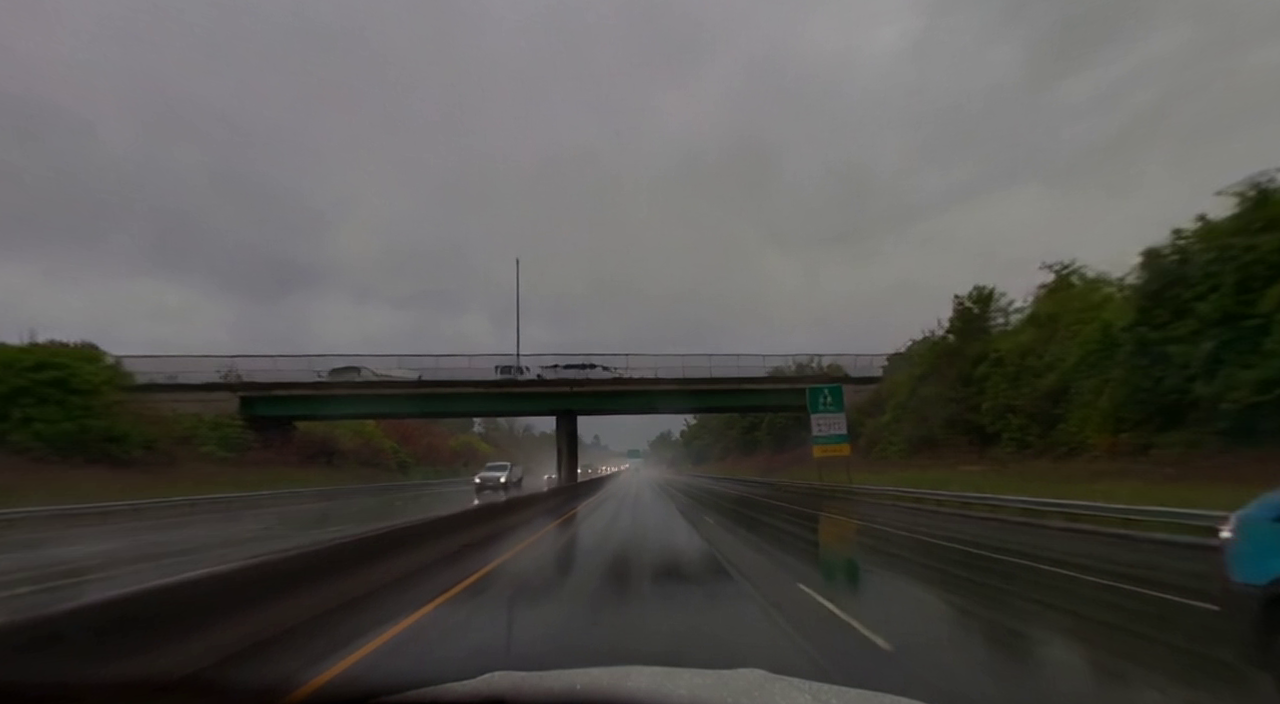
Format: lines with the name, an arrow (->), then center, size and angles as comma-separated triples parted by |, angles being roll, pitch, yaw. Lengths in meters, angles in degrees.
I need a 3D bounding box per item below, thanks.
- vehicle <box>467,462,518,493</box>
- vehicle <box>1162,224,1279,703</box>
vehicle -> -8.676, 7.433, 37.341 | 2.013, 1.672, 4.241 | 1, -11, 0
vehicle -> 4.546, 0.141, 0.444 | 2.372, 2.581, 6.763 | 1, -11, -1
